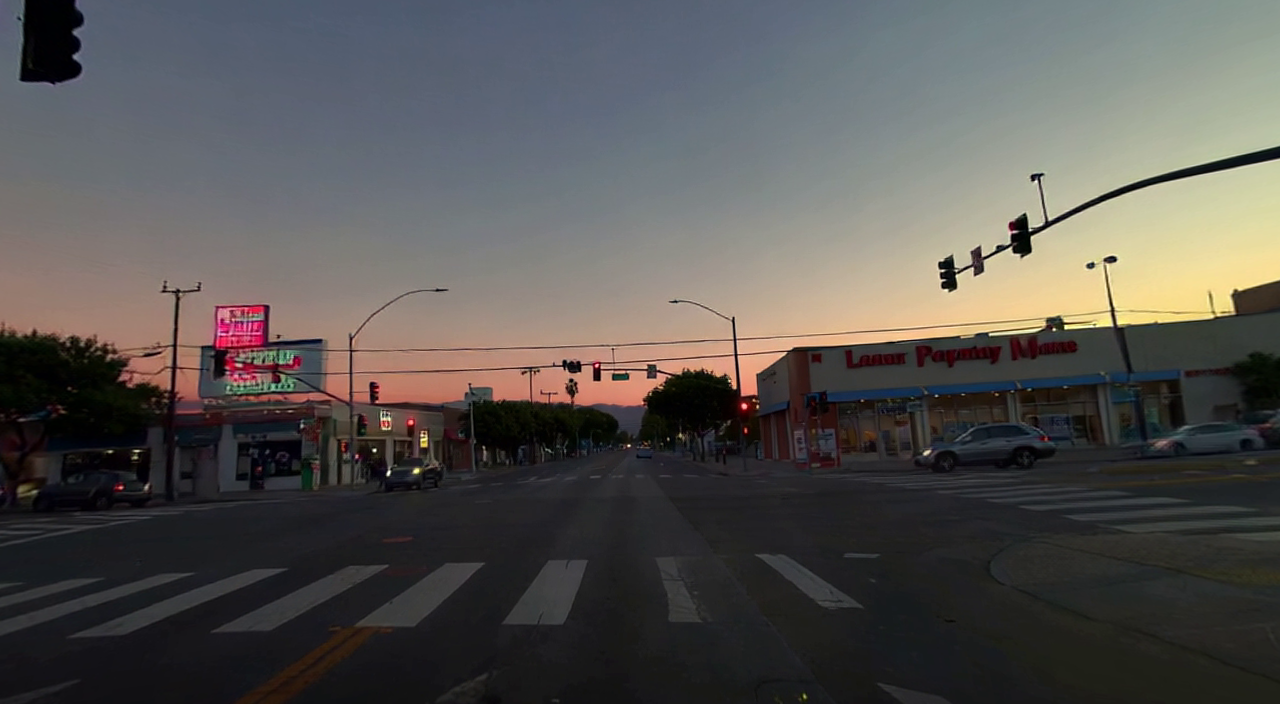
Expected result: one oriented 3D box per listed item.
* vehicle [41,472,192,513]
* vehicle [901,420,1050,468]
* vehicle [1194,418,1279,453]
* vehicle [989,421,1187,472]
[{"bbox_3d":[-21.172,5.677,25.656,4.676,1.463,1.909,-1,-8,6],"label":"vehicle"},{"bbox_3d":[13.020,3.652,24.948,4.916,1.730,1.986,-4,-9,21],"label":"vehicle"},{"bbox_3d":[28.064,3.700,28.030,4.728,1.468,2.083,-4,-9,24],"label":"vehicle"},{"bbox_3d":[14.356,3.097,20.625,4.835,1.487,1.913,-4,-9,20],"label":"vehicle"}]
